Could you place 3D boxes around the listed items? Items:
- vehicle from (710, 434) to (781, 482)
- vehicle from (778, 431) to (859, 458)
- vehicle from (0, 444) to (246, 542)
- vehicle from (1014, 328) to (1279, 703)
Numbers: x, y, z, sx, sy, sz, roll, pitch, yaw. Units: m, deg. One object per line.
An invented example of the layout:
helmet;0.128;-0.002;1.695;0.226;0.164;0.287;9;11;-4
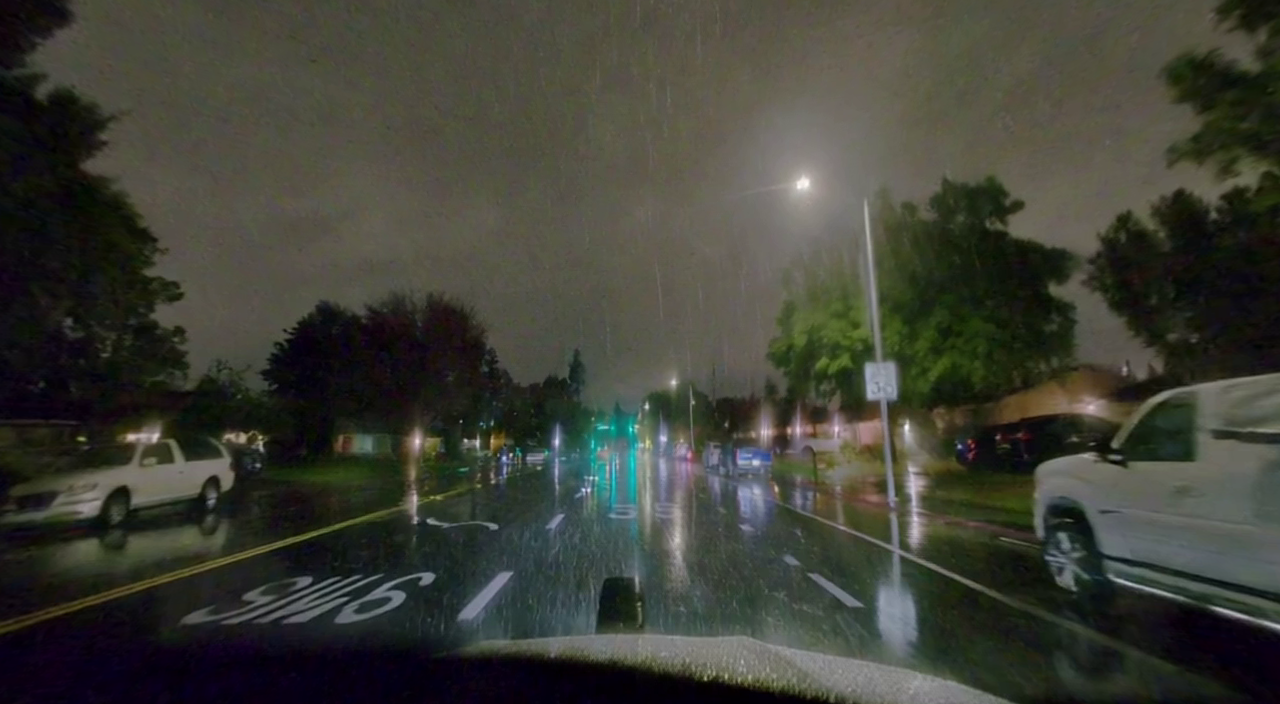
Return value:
vehicle;4.070;4.176;25.088;1.915;1.715;4.451;0;-9;-2
vehicle;12.100;6.309;43.056;4.912;1.734;2.006;0;-9;-1
vehicle;-10.924;2.839;13.563;1.994;1.698;4.762;0;-9;-2
vehicle;4.399;0.755;2.607;2.268;1.918;5.661;0;-8;0
